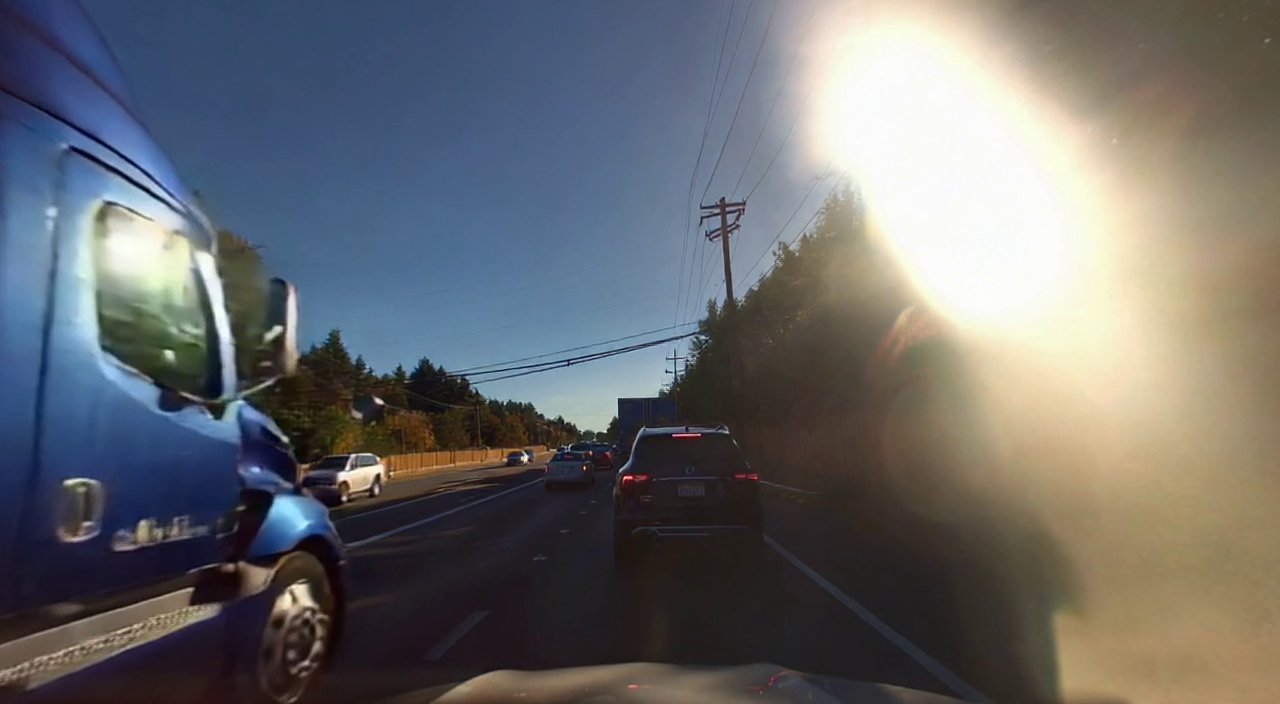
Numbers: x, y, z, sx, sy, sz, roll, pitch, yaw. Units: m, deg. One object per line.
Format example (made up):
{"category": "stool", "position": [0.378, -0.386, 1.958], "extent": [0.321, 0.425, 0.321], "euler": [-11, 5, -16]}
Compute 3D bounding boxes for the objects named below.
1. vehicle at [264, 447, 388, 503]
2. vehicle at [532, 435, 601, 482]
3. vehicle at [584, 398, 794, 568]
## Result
{"category": "vehicle", "position": [-11.820, 4.623, 24.256], "extent": [2.187, 1.863, 5.152], "euler": [-1, -9, -1]}
{"category": "vehicle", "position": [-2.718, 4.075, 24.302], "extent": [2.037, 1.639, 4.213], "euler": [0, -9, 2]}
{"category": "vehicle", "position": [0.485, 1.673, 8.692], "extent": [2.174, 1.749, 4.113], "euler": [0, -9, -1]}
